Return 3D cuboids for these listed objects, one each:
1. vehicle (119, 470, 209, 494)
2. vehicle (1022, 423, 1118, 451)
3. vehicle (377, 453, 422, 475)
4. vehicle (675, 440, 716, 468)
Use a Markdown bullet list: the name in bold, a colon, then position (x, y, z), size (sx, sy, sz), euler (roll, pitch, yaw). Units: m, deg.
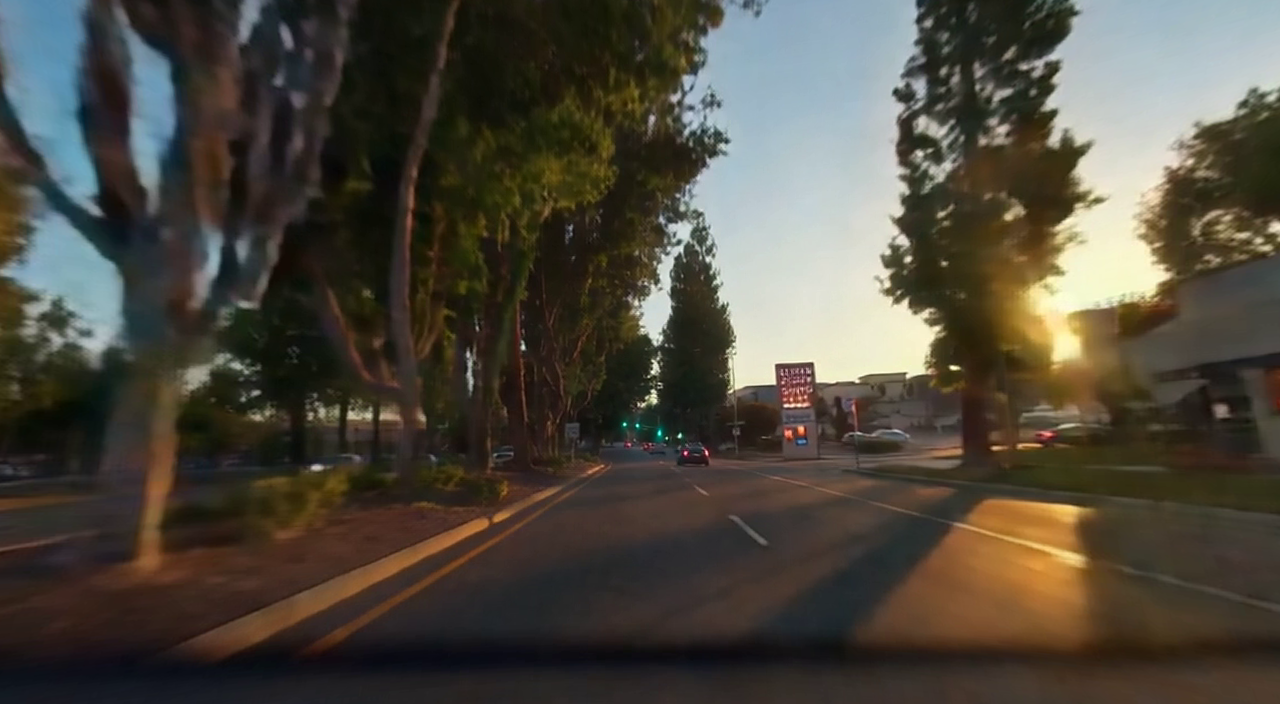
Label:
- **vehicle**: position (-32.003, 8.741, 42.570), size (4.350, 1.465, 1.922), euler (1, -8, -7)
- **vehicle**: position (30.949, 6.116, 45.527), size (5.373, 1.958, 2.152), euler (0, -8, -3)
- **vehicle**: position (-18.767, 8.741, 49.438), size (1.827, 1.546, 4.506), euler (0, -8, -1)
- **vehicle**: position (3.286, 6.108, 37.934), size (1.961, 1.580, 4.020), euler (0, -8, -2)
